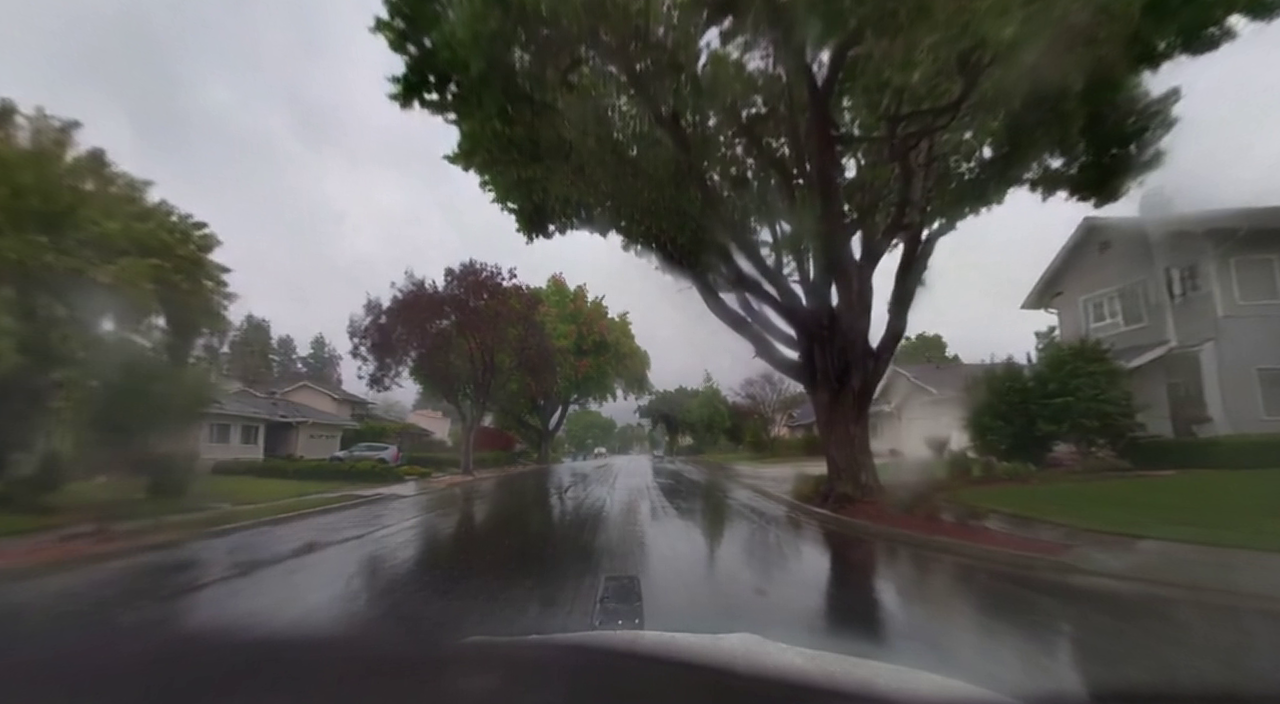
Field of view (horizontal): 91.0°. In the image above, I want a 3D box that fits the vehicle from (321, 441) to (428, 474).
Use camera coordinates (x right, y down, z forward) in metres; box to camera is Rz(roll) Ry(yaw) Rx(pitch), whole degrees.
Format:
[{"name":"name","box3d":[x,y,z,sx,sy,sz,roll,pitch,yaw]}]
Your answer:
[{"name":"vehicle","box3d":[-14.217,5.664,33.889,4.850,1.676,1.920,0,-9,3]}]
